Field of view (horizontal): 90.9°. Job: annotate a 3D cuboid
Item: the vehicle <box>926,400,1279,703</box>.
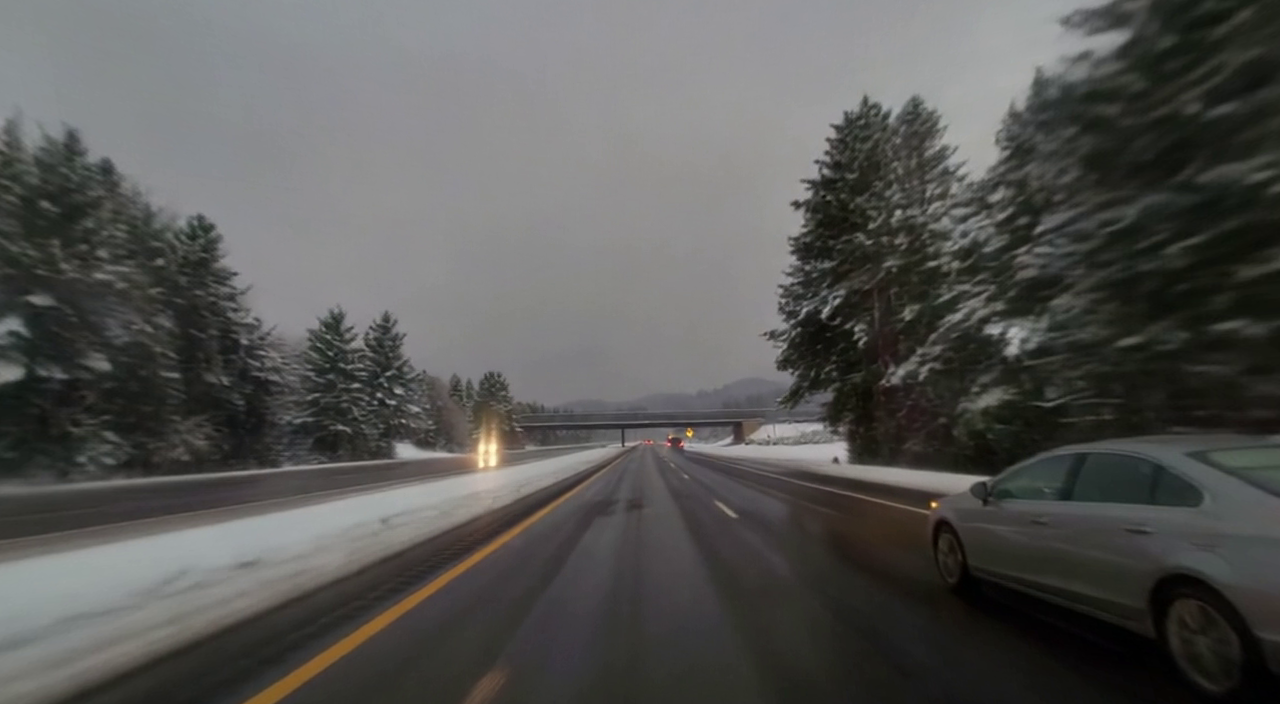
[{"bbox_3d":[4.019,1.137,4.123,2.027,1.487,4.718,0,-8,-1],"label":"vehicle"}]
